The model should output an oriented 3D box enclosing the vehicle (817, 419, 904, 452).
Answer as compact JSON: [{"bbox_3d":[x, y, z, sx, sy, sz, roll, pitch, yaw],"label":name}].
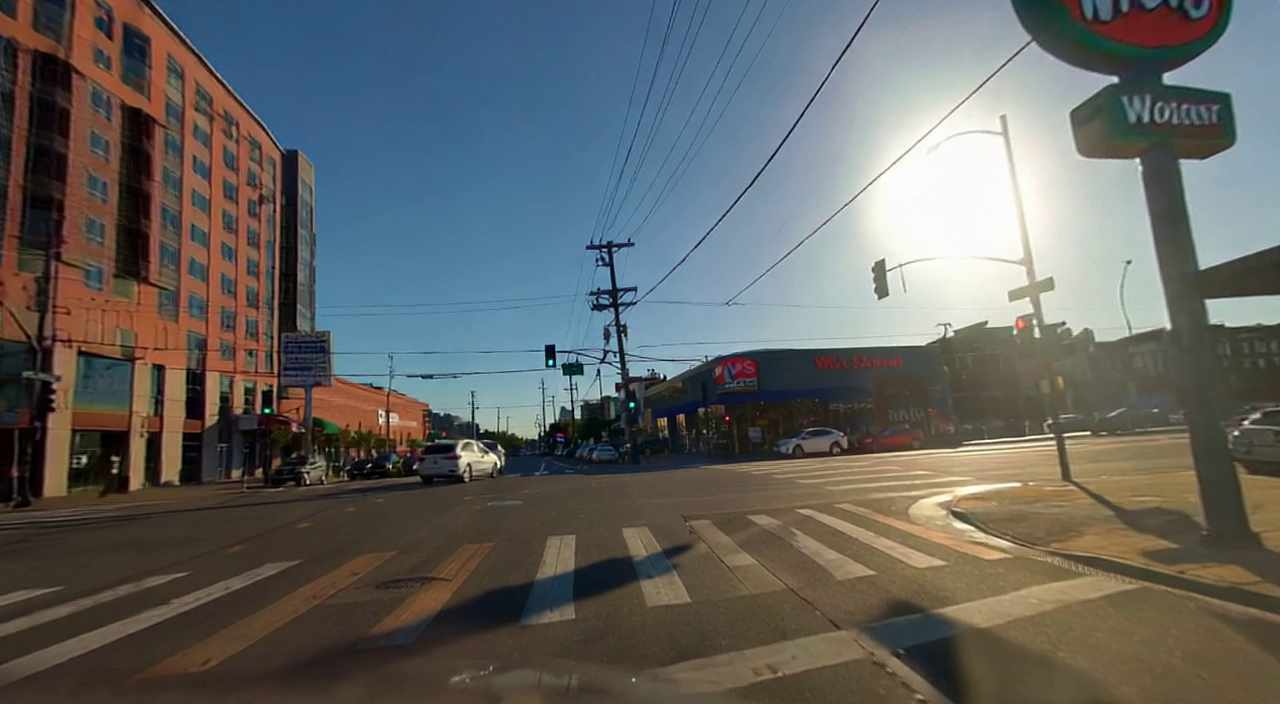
[{"bbox_3d":[12.426,4.729,35.571,4.474,1.788,2.039,4,-10,-29],"label":"vehicle"}]

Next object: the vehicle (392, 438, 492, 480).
[{"bbox_3d":[-8.094,4.433,26.325,2.166,1.579,4.300,-2,-9,11],"label":"vehicle"}]

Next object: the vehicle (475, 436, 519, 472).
[{"bbox_3d":[-7.603,5.418,33.843,2.105,1.761,4.292,1,-9,-10],"label":"vehicle"}]

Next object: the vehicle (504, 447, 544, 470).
[{"bbox_3d":[-9.078,8.262,49.273,1.968,1.675,4.177,4,-10,-26],"label":"vehicle"}]

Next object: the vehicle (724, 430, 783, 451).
[{"bbox_3d":[7.795,6.134,43.625,1.866,1.430,3.901,5,-10,-31],"label":"vehicle"}]

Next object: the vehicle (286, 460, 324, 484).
[{"bbox_3d":[-23.312,8.286,43.890,1.944,1.520,4.512,6,-11,-30],"label":"vehicle"}]

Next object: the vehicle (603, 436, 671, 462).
[{"bbox_3d":[-0.247,6.939,45.289,4.506,1.733,1.857,2,-9,-15],"label":"vehicle"}]
